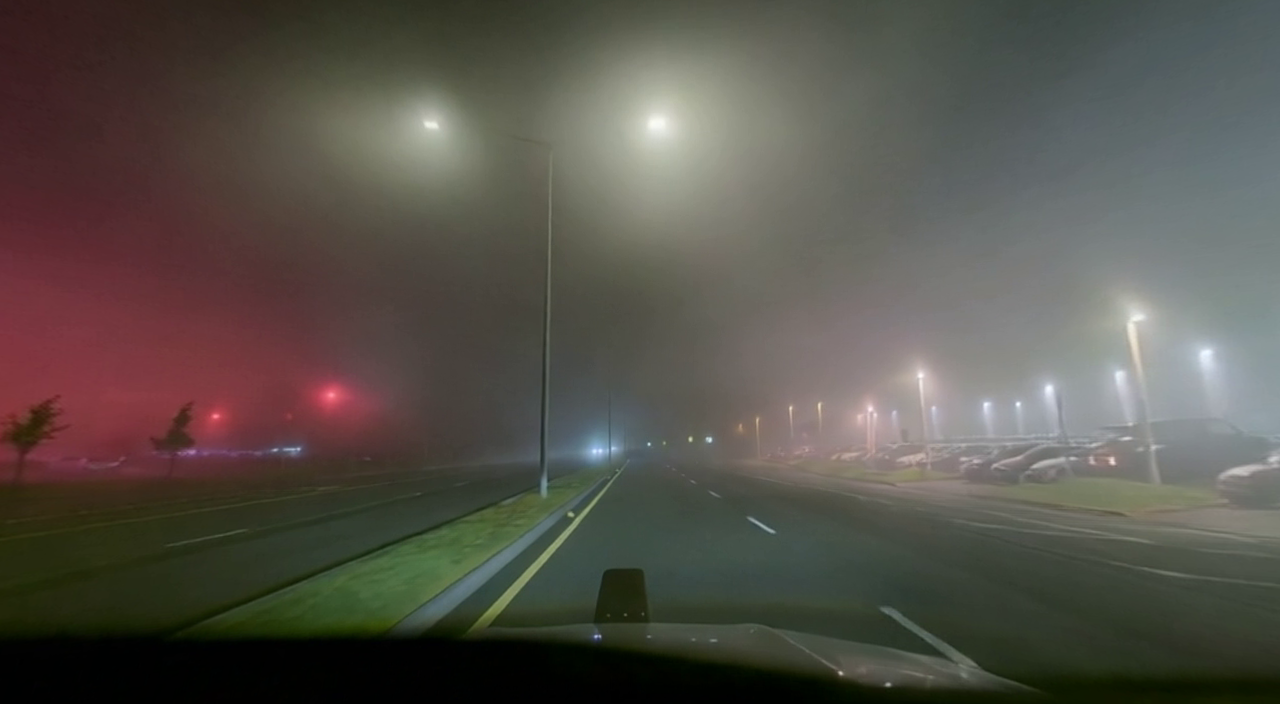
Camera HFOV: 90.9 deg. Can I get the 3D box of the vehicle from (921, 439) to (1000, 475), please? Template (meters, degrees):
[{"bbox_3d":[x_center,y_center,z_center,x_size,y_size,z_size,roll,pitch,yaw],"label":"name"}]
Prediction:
[{"bbox_3d":[17.129,5.592,33.959,1.882,1.699,4.367,-2,-8,-1],"label":"vehicle"}]

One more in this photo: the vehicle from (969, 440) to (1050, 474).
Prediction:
[{"bbox_3d":[19.654,5.548,33.737,1.859,1.643,4.091,-1,-7,1],"label":"vehicle"}]

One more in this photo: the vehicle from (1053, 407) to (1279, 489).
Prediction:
[{"bbox_3d":[17.893,3.334,21.797,2.379,2.423,5.418,5,-10,-25],"label":"vehicle"}]
